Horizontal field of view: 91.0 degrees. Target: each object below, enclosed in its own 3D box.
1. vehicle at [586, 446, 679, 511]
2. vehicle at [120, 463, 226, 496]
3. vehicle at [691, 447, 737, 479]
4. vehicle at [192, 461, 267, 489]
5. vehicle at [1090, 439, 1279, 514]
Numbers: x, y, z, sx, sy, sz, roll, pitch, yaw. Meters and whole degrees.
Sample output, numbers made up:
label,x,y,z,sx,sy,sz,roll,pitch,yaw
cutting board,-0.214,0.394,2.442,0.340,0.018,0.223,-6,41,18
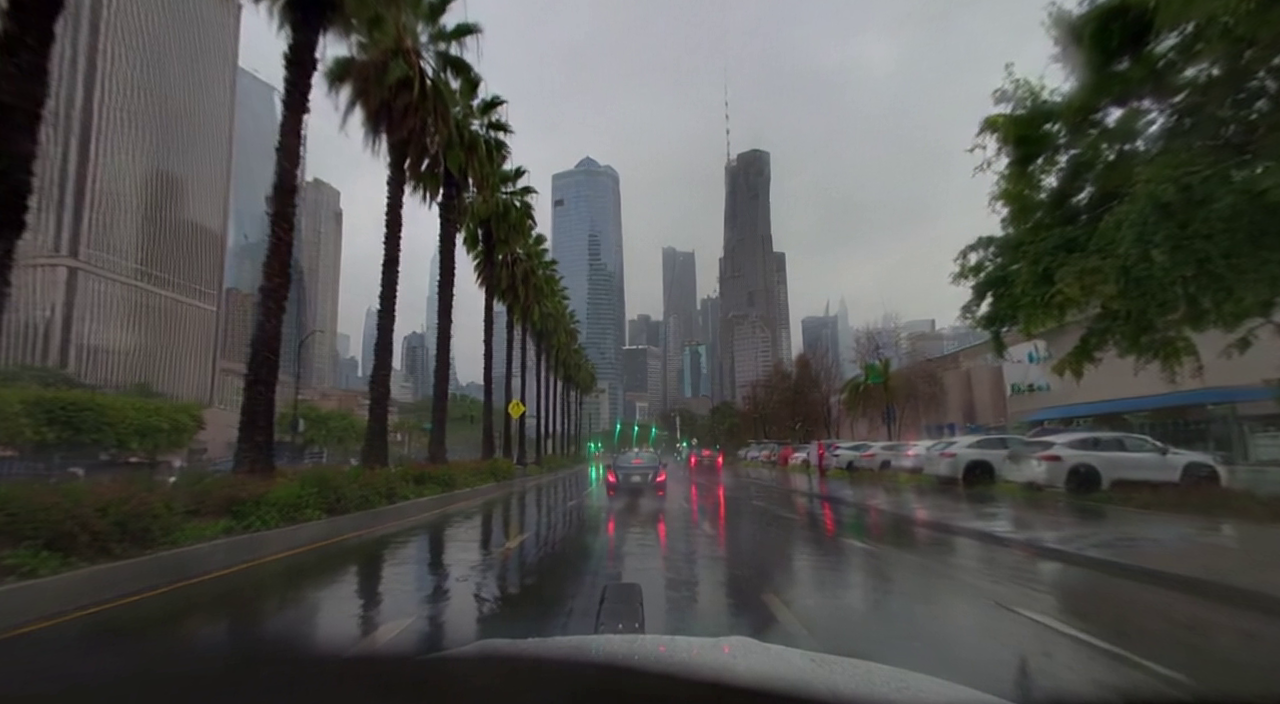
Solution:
label,x,y,z,sx,sy,sz,roll,pitch,yaw
vehicle,-0.148,3.332,17.098,2.235,1.528,3.876,0,-8,1
vehicle,-23.300,6.353,31.641,1.860,1.420,4.472,0,-8,0
vehicle,4.338,6.580,37.561,2.136,1.774,4.778,0,-8,0
vehicle,-26.580,7.947,40.926,1.913,1.604,4.331,0,-8,0
vehicle,12.943,2.680,13.867,4.363,1.488,2.248,1,-9,-4
